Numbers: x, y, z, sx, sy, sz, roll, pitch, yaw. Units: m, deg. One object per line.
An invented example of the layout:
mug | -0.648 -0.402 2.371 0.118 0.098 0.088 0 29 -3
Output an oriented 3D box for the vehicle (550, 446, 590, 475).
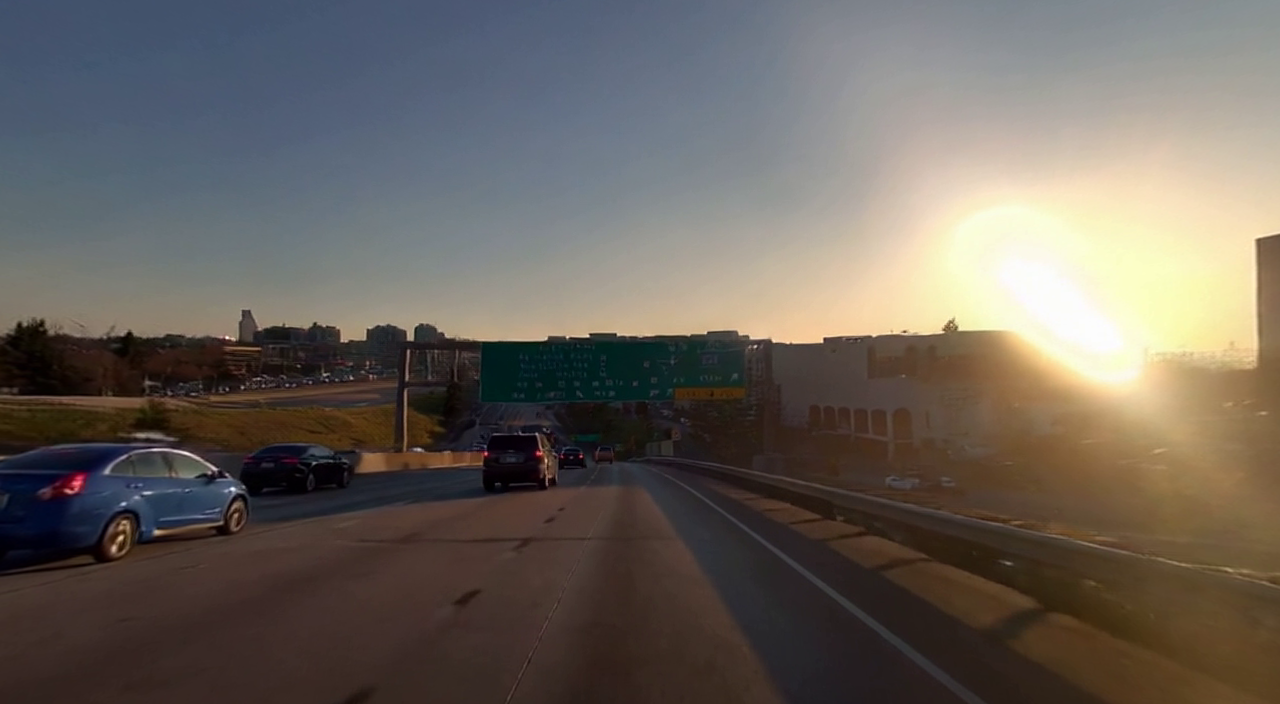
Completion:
vehicle | -4.051 6.340 37.121 1.955 1.614 3.817 0 -8 -1

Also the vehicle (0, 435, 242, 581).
vehicle | -7.272 1.879 8.335 1.796 1.509 3.393 0 -8 -1

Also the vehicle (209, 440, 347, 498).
vehicle | -11.632 3.755 20.695 1.919 1.665 4.394 0 -8 -1

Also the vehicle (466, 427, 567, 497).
vehicle | -3.870 3.552 20.838 2.301 1.985 5.247 0 -8 0
